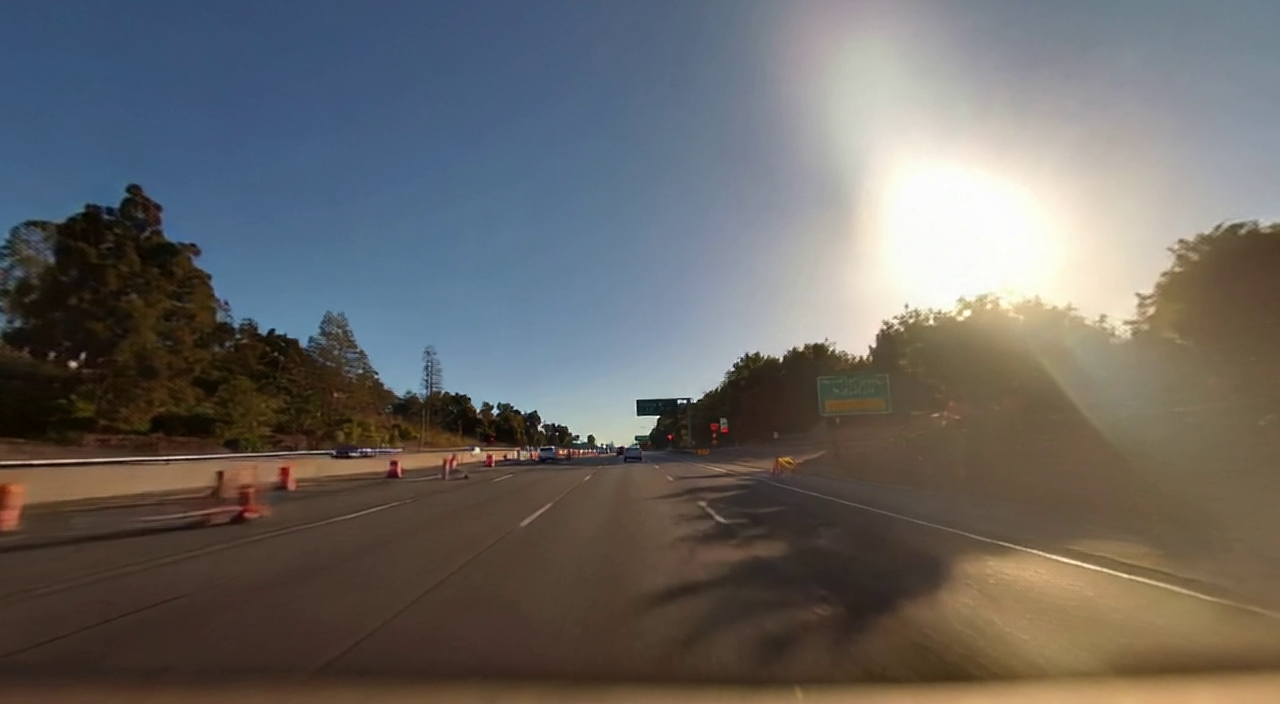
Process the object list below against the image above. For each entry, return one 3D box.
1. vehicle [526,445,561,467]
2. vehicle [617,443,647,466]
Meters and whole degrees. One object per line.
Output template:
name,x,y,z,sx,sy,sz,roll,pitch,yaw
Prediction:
vehicle,-7.122,7.722,47.072,1.997,1.507,4.248,0,-9,0
vehicle,-0.626,7.559,46.765,2.109,1.638,3.856,0,-9,-1
